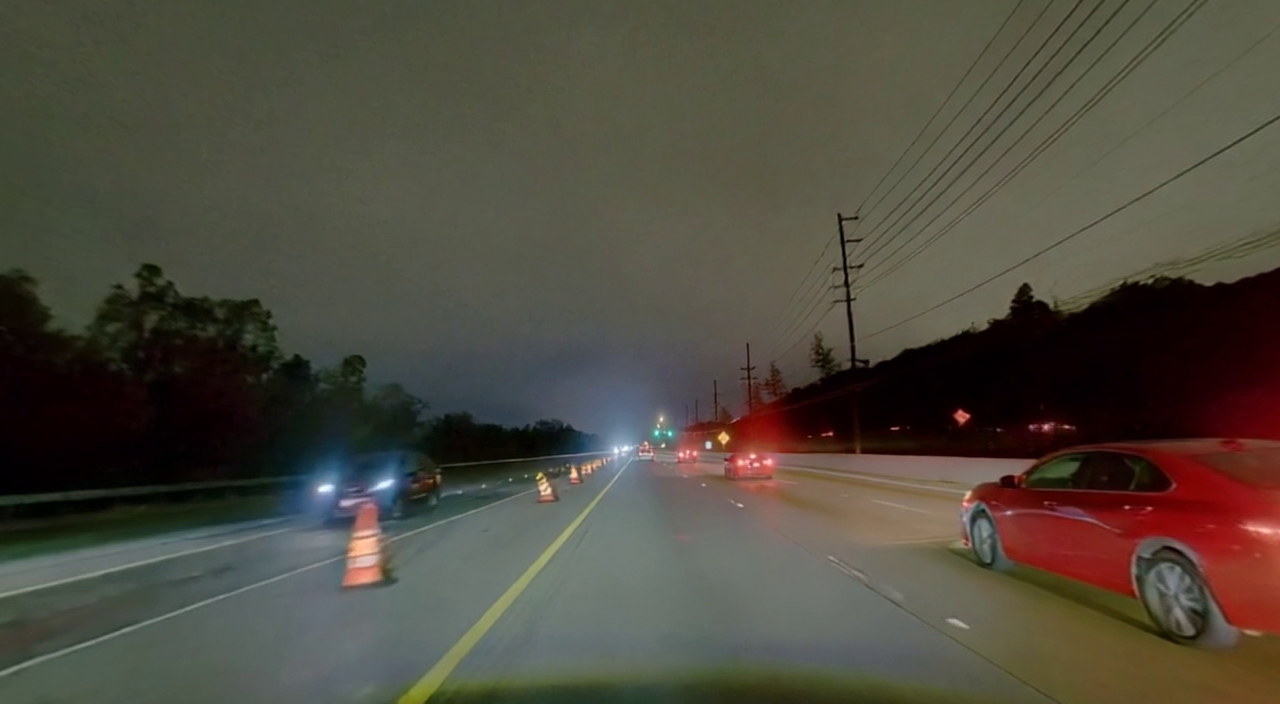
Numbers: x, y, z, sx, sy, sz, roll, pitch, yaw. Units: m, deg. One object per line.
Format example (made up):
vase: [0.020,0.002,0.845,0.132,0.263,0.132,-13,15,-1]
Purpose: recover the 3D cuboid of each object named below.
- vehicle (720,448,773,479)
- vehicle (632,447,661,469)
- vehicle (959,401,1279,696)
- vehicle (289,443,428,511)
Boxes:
vehicle: [5.250,5.530,31.507,1.881,1.409,4.016,0,-8,-1]
vehicle: [0.444,8.120,48.351,2.096,1.583,4.150,0,-8,-1]
vehicle: [4.438,1.210,4.474,1.997,1.568,4.529,0,-8,0]
vehicle: [-7.401,3.279,17.073,1.888,1.605,3.922,0,-8,1]
